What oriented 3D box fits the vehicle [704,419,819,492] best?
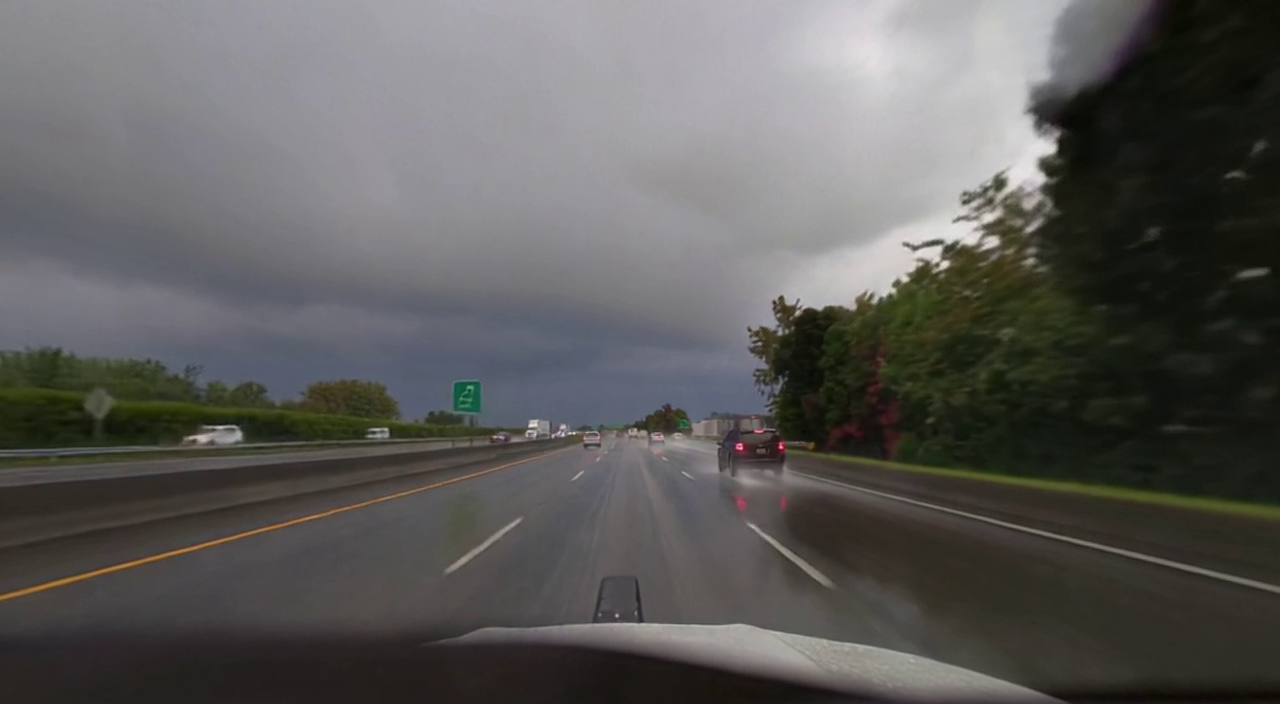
[{"bbox_3d":[2.962,2.646,16.423,2.022,1.637,4.229,0,-8,-2],"label":"vehicle"}]
